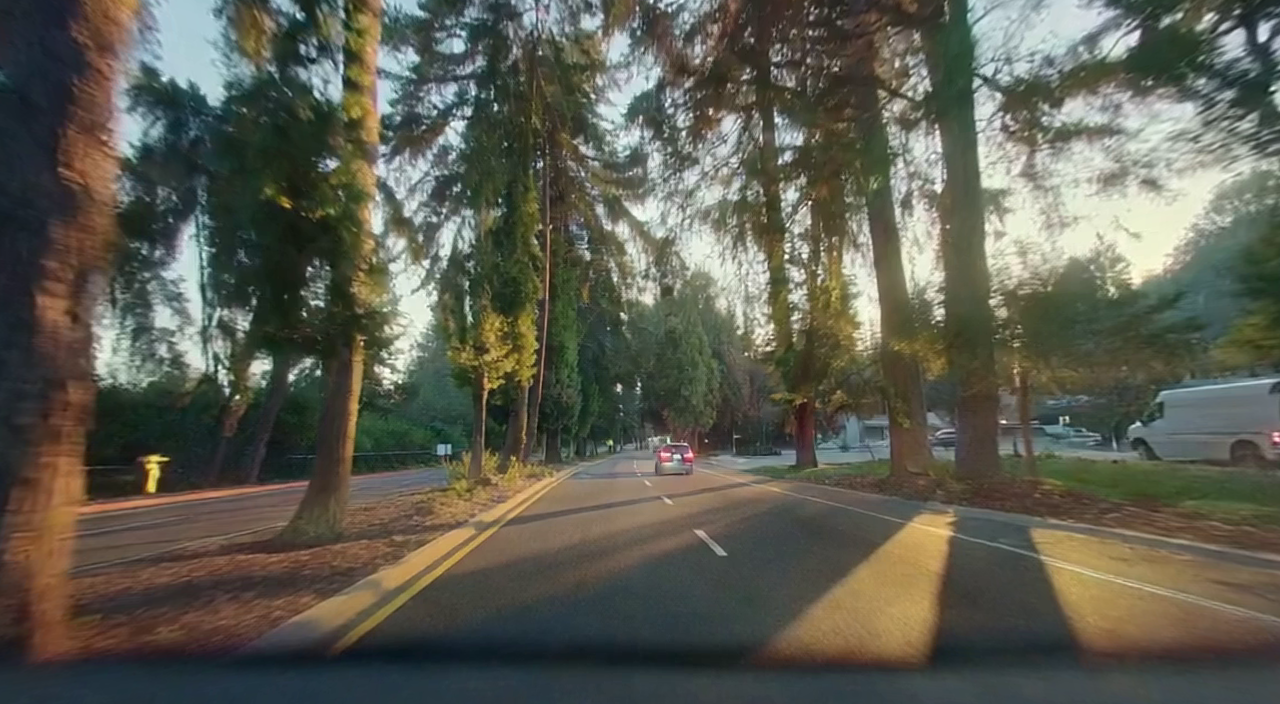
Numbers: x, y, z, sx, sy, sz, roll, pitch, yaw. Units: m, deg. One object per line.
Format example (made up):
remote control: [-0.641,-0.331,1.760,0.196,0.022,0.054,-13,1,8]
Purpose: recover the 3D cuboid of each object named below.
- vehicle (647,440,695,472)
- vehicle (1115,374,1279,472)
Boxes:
vehicle: [1.544,5.390,32.915,2.044,1.537,4.528,0,-8,-3]
vehicle: [21.970,2.698,23.097,2.286,3.163,8.614,0,-8,0]
